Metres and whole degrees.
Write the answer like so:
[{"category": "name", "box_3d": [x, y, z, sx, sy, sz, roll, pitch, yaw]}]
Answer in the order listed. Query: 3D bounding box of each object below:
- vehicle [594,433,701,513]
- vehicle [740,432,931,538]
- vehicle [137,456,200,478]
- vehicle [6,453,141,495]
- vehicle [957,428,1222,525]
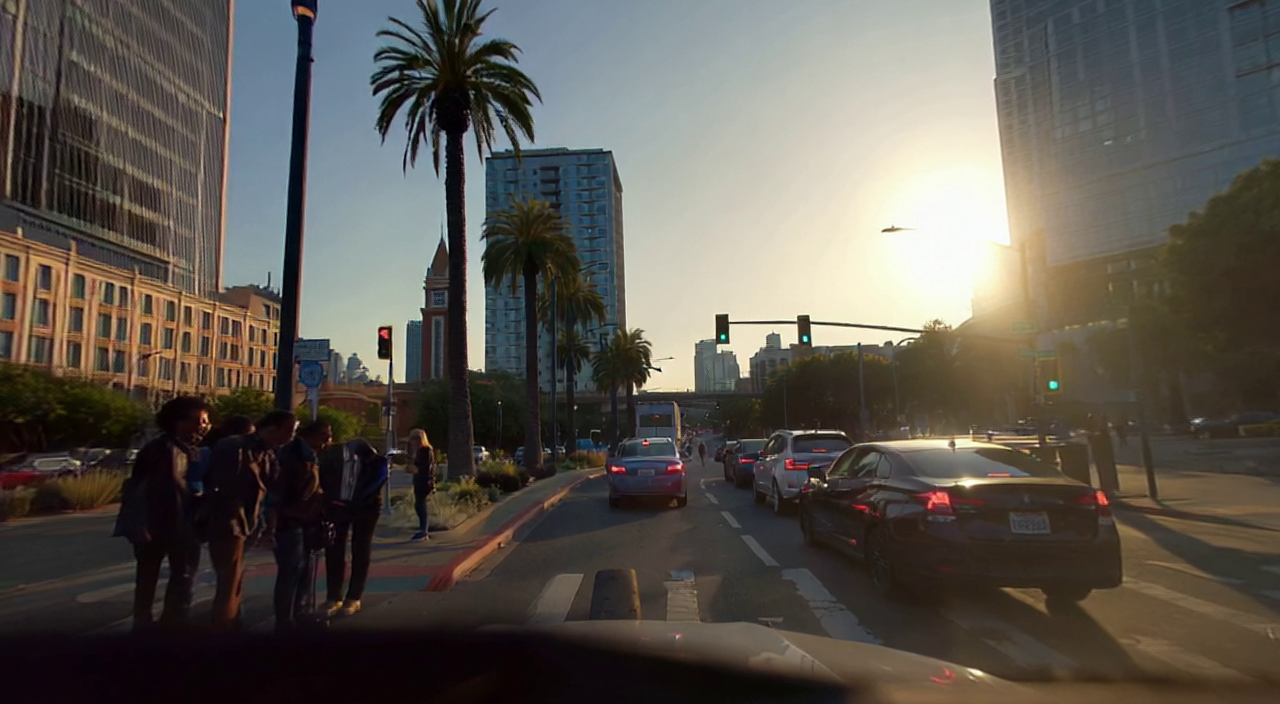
[{"category": "vehicle", "box_3d": [0.179, 2.606, 13.981, 2.048, 1.503, 3.681, 0, -9, 1]}, {"category": "vehicle", "box_3d": [3.103, 2.206, 11.103, 1.913, 1.469, 4.425, 0, -9, 0]}, {"category": "vehicle", "box_3d": [-36.702, 8.950, 49.148, 1.700, 1.527, 4.445, 0, -9, -4]}, {"category": "vehicle", "box_3d": [-26.701, 5.722, 29.943, 2.105, 1.793, 4.812, 0, -9, -4]}, {"category": "vehicle", "box_3d": [8.173, 2.281, 12.086, 1.859, 1.508, 4.259, 0, -9, -1]}]
